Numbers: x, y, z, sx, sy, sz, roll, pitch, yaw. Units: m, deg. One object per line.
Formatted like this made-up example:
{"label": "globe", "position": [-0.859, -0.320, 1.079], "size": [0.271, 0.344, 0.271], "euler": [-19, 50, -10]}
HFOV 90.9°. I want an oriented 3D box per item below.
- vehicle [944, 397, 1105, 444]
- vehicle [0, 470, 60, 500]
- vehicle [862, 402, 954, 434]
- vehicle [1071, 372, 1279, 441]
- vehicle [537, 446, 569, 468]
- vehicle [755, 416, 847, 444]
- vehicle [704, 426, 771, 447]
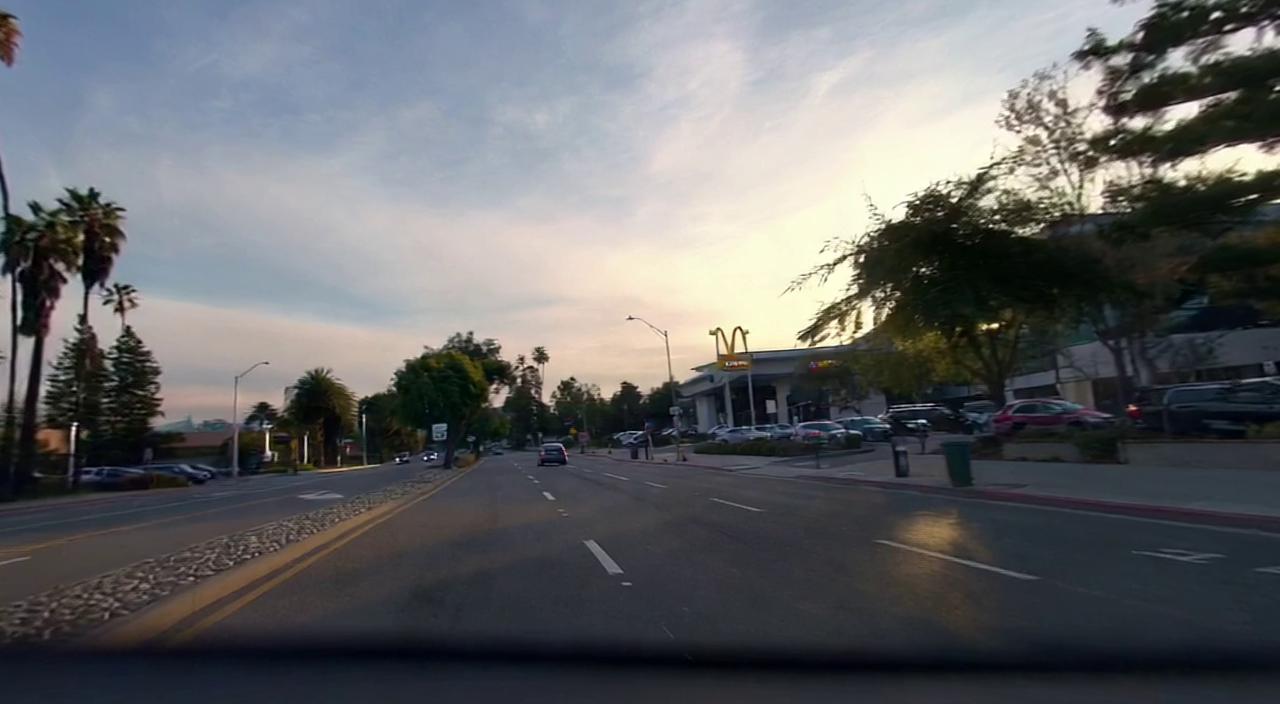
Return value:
{"label": "vehicle", "position": [13.575, 2.464, 22.349], "size": [4.711, 1.546, 1.891], "euler": [1, -8, -11]}
{"label": "vehicle", "position": [-37.894, 8.019, 38.213], "size": [2.067, 1.563, 4.043], "euler": [1, -9, -11]}
{"label": "vehicle", "position": [20.387, 5.041, 48.044], "size": [6.052, 2.013, 2.331], "euler": [-2, -8, -14]}
{"label": "vehicle", "position": [14.938, 1.525, 17.249], "size": [4.907, 1.585, 2.018], "euler": [0, -12, -8]}
{"label": "vehicle", "position": [-6.640, 7.876, 47.526], "size": [2.079, 1.496, 4.538], "euler": [2, -9, -11]}
{"label": "vehicle", "position": [10.210, 4.984, 40.176], "size": [5.123, 1.730, 2.183], "euler": [1, -8, -11]}
{"label": "vehicle", "position": [7.458, 6.482, 48.331], "size": [4.691, 1.545, 1.900], "euler": [1, -8, -9]}
